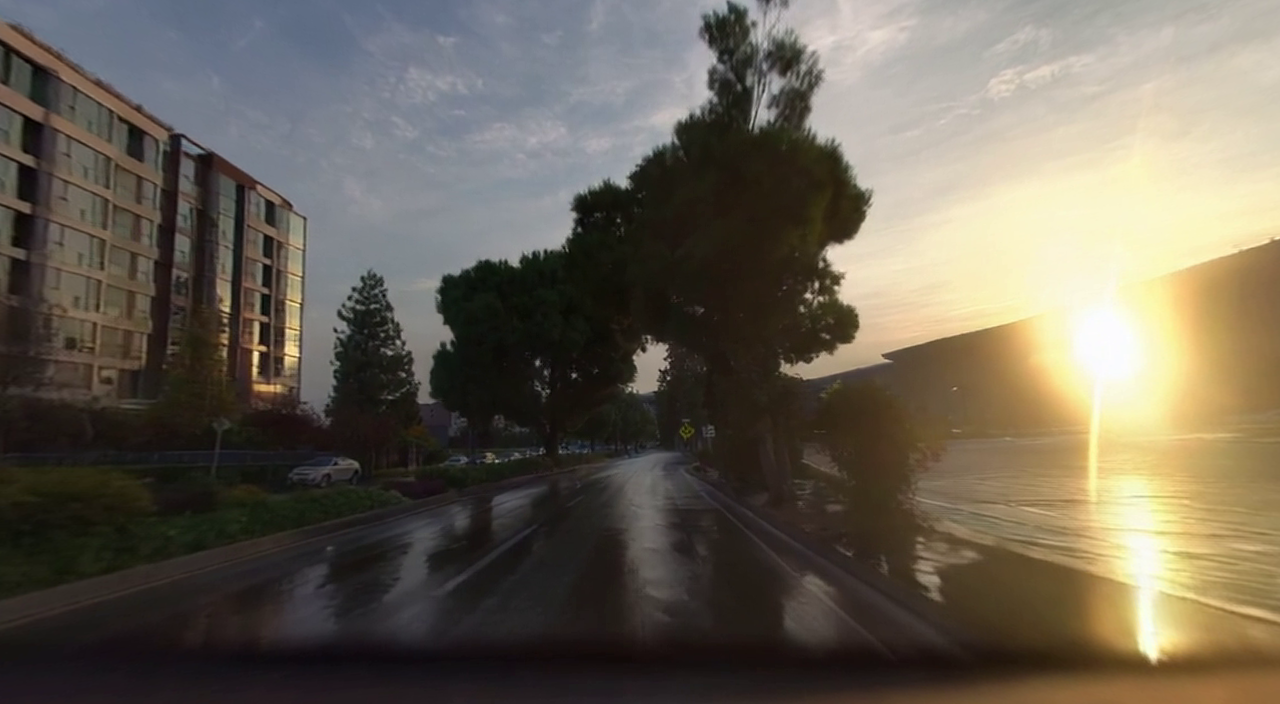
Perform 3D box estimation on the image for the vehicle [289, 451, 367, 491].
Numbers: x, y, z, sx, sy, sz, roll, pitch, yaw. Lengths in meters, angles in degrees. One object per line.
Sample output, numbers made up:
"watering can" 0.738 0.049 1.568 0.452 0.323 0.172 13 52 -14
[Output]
"vehicle" -18.501 7.056 37.662 2.047 1.914 5.061 -3 -7 2
